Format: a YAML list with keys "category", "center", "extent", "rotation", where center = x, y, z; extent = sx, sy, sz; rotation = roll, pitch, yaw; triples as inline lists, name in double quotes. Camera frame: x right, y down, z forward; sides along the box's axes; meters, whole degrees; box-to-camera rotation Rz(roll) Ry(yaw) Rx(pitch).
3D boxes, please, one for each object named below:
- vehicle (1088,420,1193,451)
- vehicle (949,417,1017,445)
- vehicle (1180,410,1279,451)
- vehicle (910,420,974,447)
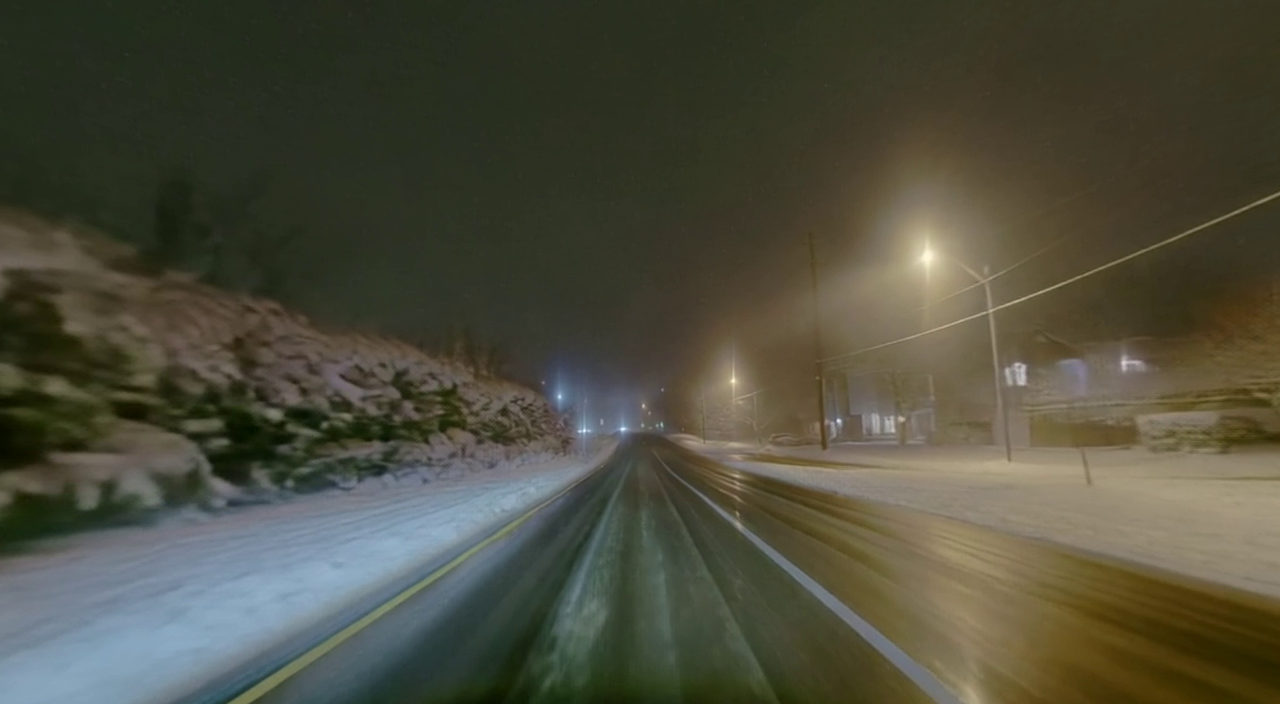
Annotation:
- category: "vehicle"
  center: [28.369, 4.796, 36.047]
  extent: [1.868, 1.599, 4.741]
  rotation: [0, -8, -4]
- category: "vehicle"
  center: [26.299, 6.147, 48.749]
  extent: [2.212, 2.073, 5.220]
  rotation: [0, -8, -1]
- category: "vehicle"
  center: [33.180, 4.342, 34.473]
  extent: [2.264, 2.032, 5.539]
  rotation: [0, -8, -2]
- category: "vehicle"
  center: [23.186, 6.363, 48.763]
  extent: [2.206, 1.947, 5.463]
  rotation: [0, -8, 0]
